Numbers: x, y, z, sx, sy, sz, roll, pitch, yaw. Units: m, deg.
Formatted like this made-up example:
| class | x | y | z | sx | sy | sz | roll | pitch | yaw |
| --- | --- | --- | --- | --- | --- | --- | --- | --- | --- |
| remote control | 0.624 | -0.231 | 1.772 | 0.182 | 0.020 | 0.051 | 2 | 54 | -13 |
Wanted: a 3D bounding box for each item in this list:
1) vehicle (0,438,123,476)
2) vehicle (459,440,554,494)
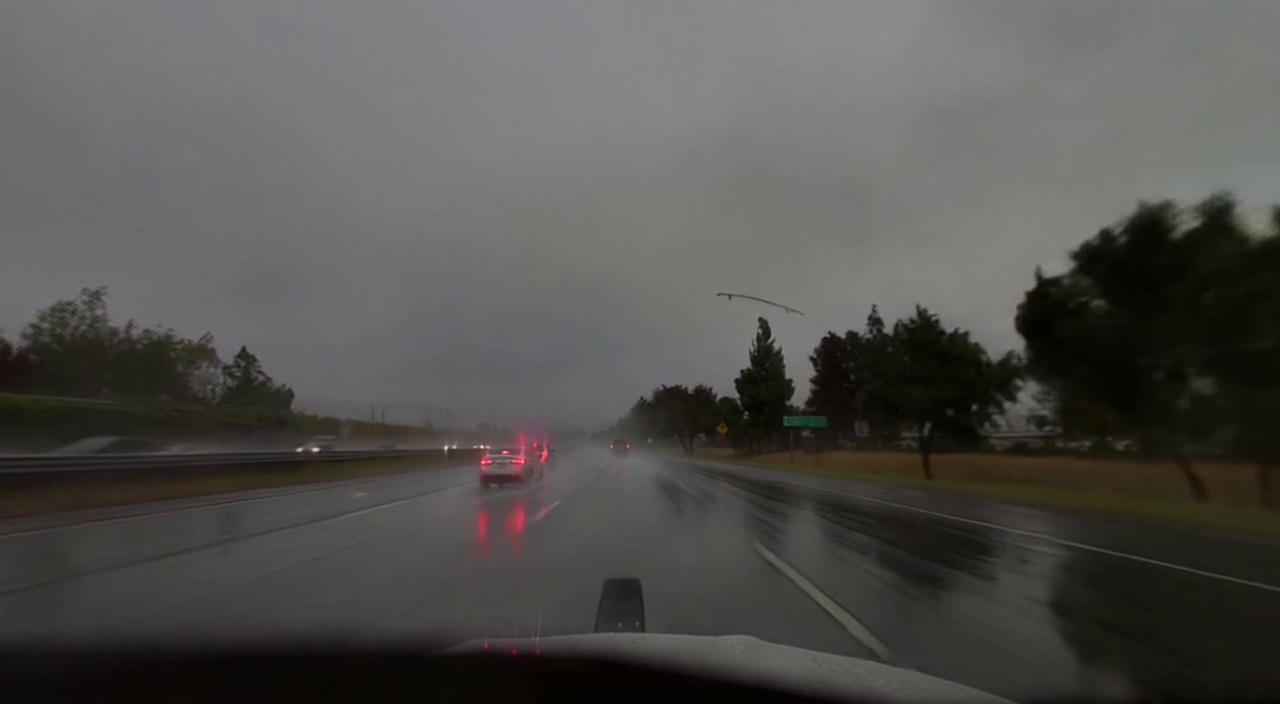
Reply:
| class | x | y | z | sx | sy | sz | roll | pitch | yaw |
| --- | --- | --- | --- | --- | --- | --- | --- | --- | --- |
| vehicle | -25.240 | 4.490 | 27.238 | 1.854 | 1.453 | 4.829 | 0 | -9 | 0 |
| vehicle | -4.128 | 3.635 | 20.331 | 2.073 | 1.516 | 4.478 | 0 | -9 | 0 |
